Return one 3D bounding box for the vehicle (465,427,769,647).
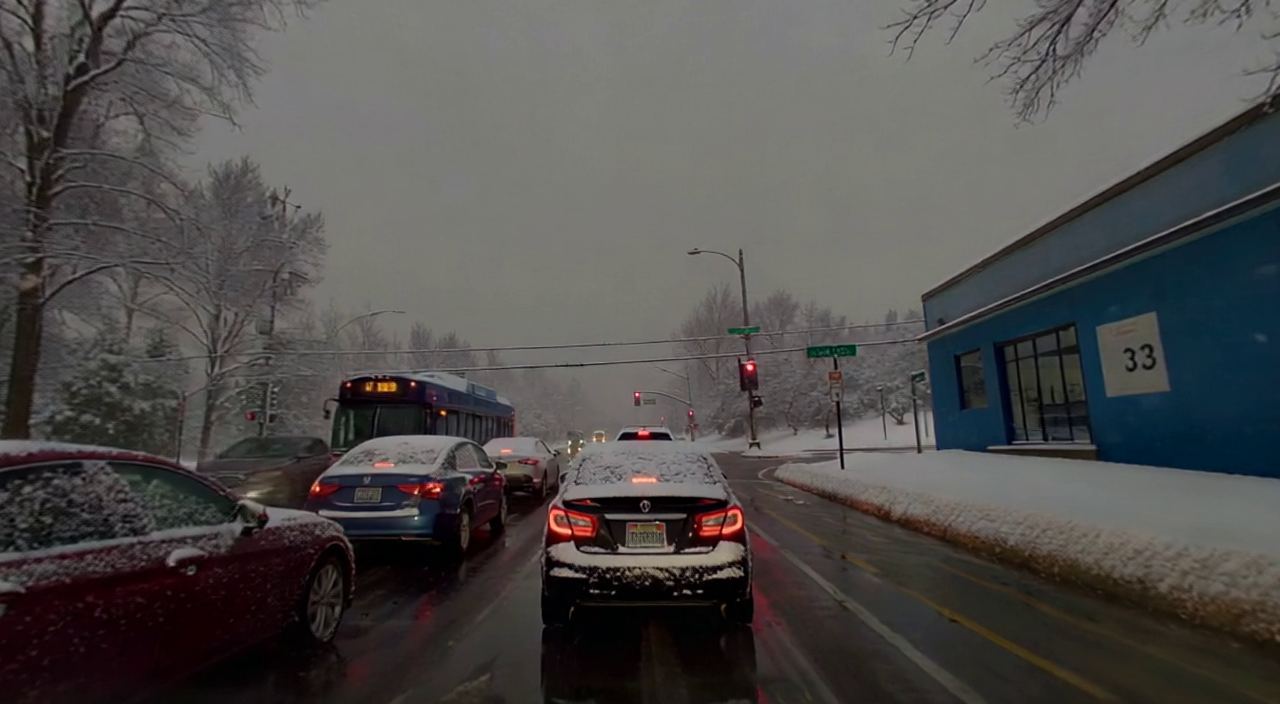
[{"bbox_3d":[-0.144,1.523,6.178,2.031,1.461,3.763,0,-8,0],"label":"vehicle"}]

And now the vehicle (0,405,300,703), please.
[{"bbox_3d":[-3.176,0.868,1.728,1.867,1.486,4.452,0,-8,2],"label":"vehicle"}]

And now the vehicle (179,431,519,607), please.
[{"bbox_3d":[-2.917,1.749,7.645,1.944,1.481,4.385,0,-8,1],"label":"vehicle"}]
